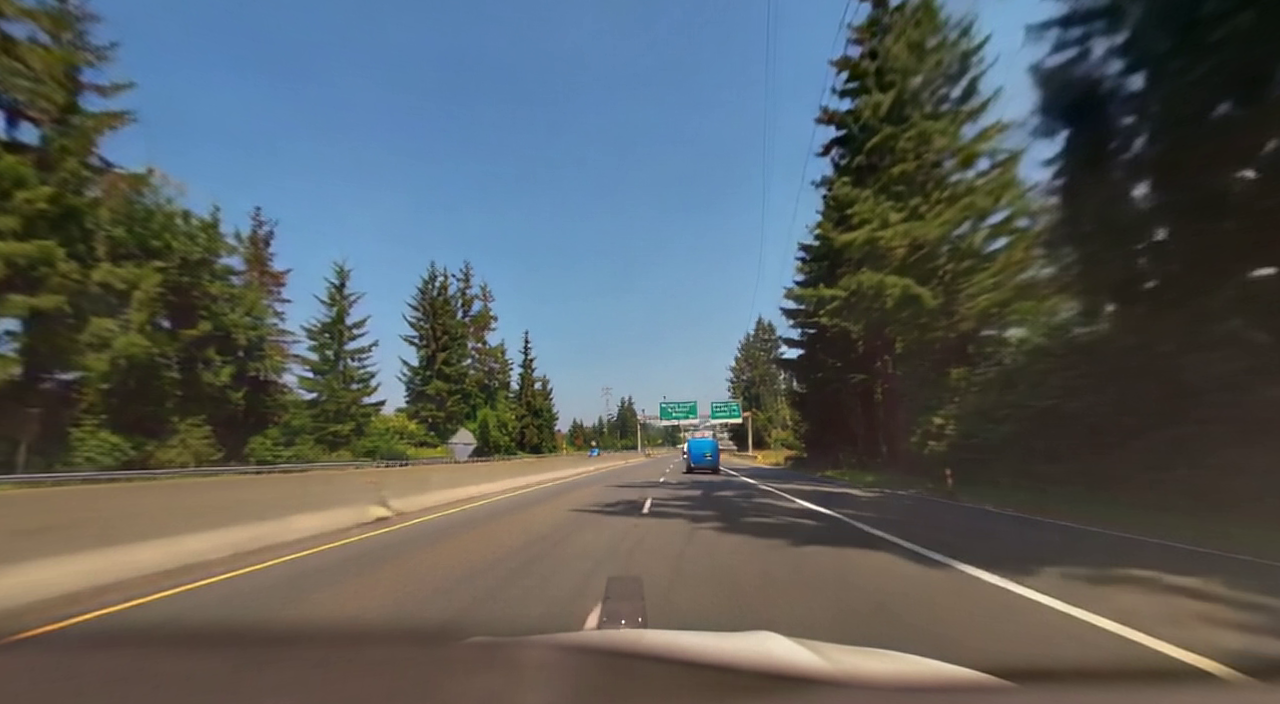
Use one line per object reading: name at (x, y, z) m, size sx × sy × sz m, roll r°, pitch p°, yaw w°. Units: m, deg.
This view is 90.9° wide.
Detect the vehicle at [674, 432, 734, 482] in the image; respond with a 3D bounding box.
vehicle at (2.662, 4.547, 27.416) m, size 2.261 × 1.969 × 5.104 m, roll 0°, pitch -9°, yaw 3°
